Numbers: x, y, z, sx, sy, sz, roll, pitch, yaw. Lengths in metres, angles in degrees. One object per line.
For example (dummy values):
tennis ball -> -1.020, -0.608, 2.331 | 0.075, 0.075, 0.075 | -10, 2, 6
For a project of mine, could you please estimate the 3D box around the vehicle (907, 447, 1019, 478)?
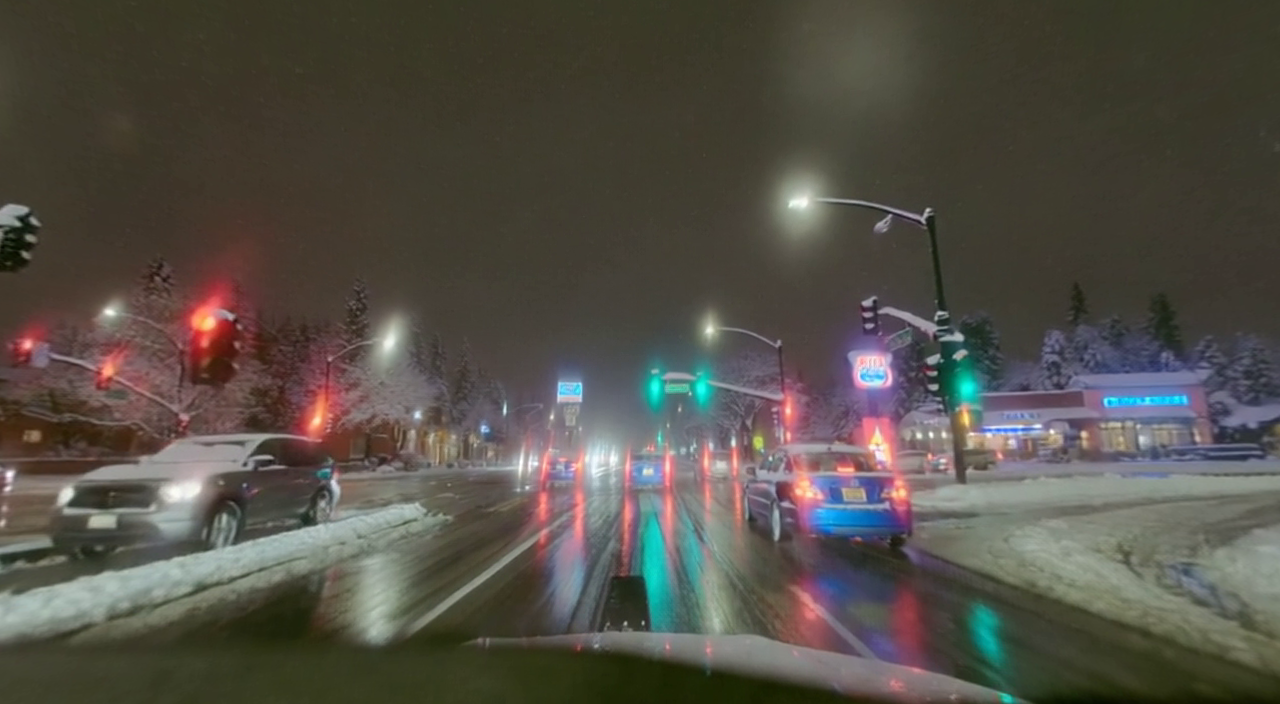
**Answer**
vehicle -> 15.799, 5.375, 30.931 | 4.481, 1.427, 1.830 | 0, -8, -2

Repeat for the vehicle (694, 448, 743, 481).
vehicle -> 3.898, 5.656, 31.999 | 1.931, 1.552, 4.125 | 0, -8, 0

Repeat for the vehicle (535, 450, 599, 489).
vehicle -> -3.063, 5.021, 27.264 | 2.040, 1.471, 4.211 | -1, -8, 3

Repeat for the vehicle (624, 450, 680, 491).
vehicle -> 0.457, 4.711, 25.467 | 2.070, 1.460, 4.118 | 0, -8, 1

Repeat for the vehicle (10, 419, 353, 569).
vehicle -> -6.624, 2.055, 9.959 | 2.058, 1.804, 4.391 | 0, -8, 0

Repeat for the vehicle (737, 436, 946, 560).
vehicle -> 2.837, 2.132, 9.978 | 1.946, 1.513, 4.133 | 0, -8, 0
